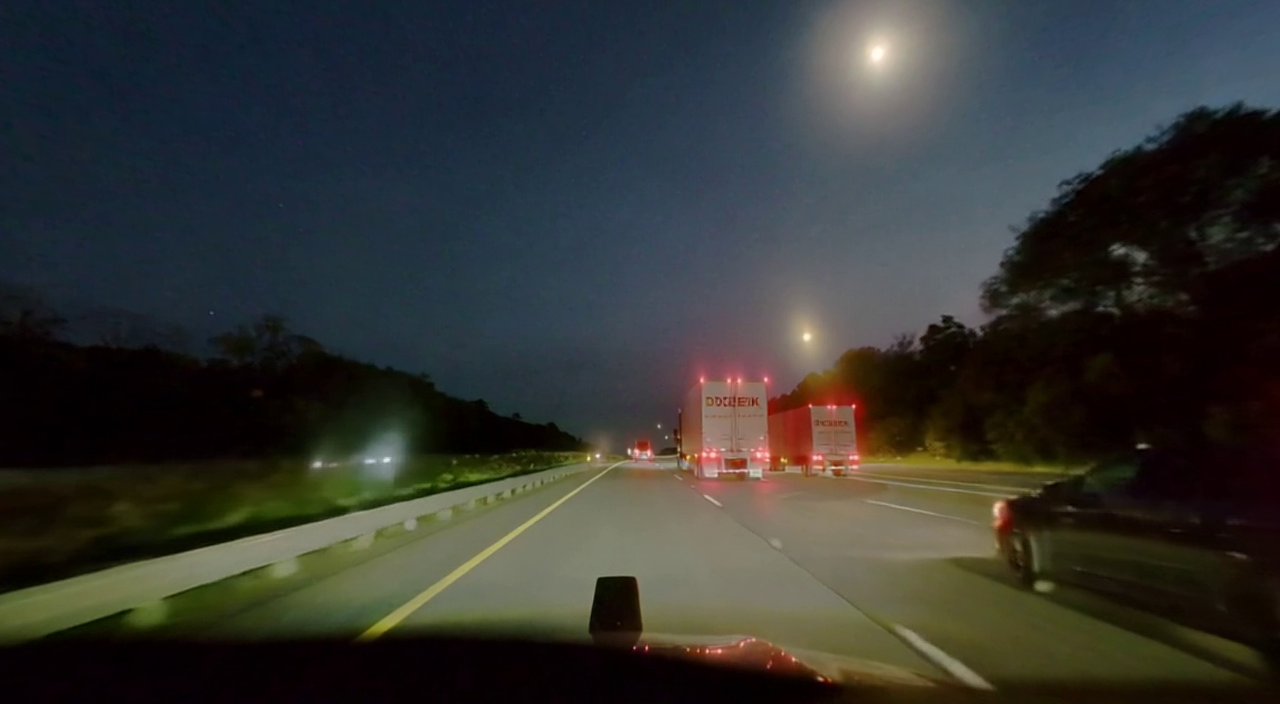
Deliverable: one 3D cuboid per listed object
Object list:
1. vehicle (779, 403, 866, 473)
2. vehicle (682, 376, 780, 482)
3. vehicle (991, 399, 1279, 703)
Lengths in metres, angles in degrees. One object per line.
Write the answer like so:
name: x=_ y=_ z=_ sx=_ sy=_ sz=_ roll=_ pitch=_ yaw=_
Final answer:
vehicle: x=11.407 y=5.562 z=40.188 sx=2.938 sy=3.990 sz=8.556 roll=0 pitch=-9 yaw=0
vehicle: x=3.762 y=3.659 z=28.628 sx=3.025 sy=4.010 sz=9.542 roll=0 pitch=-9 yaw=0
vehicle: x=3.997 y=1.019 z=3.277 sx=1.948 sy=1.481 sz=3.955 roll=0 pitch=-9 yaw=-1
